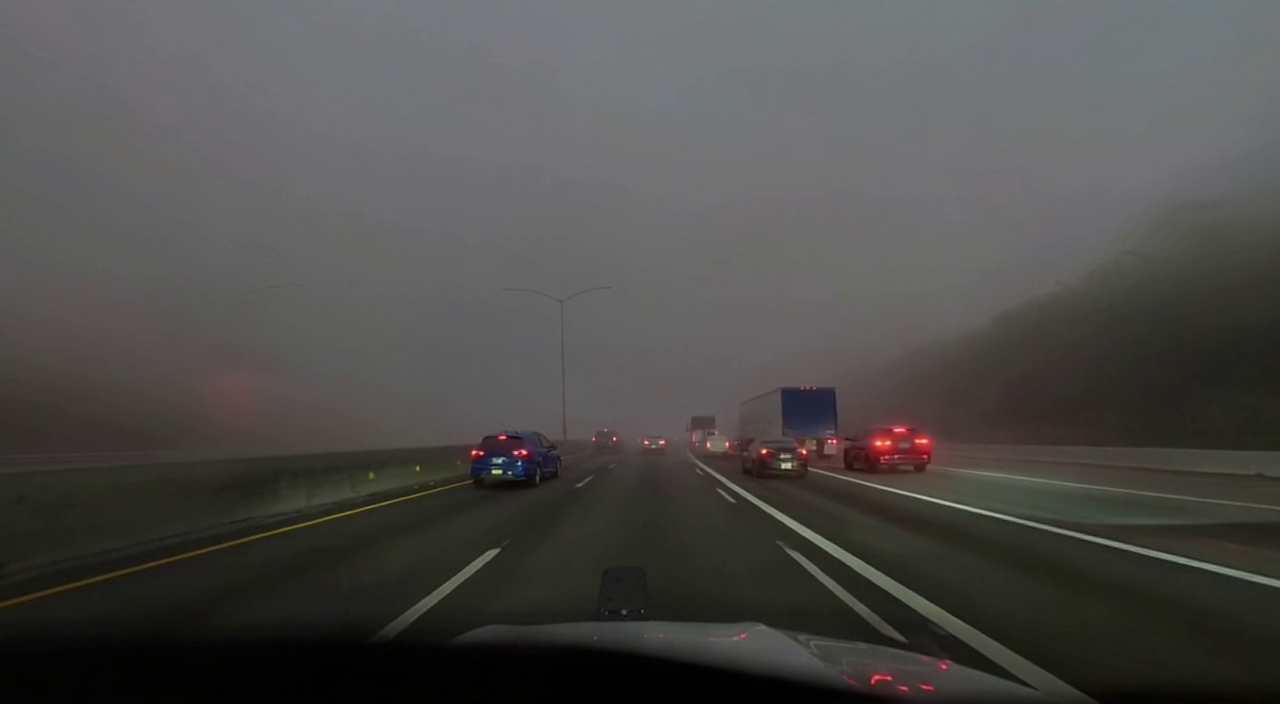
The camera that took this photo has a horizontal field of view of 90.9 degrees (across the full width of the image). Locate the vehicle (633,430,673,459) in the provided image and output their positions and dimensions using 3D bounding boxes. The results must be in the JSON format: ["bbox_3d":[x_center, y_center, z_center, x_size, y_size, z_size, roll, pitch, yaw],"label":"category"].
[{"bbox_3d":[0.706,5.045,34.326,2.040,1.461,3.984,-1,-8,1],"label":"vehicle"}]

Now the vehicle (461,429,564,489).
[{"bbox_3d":[-3.447,2.985,17.939,1.914,1.476,4.416,-1,-8,2],"label":"vehicle"}]

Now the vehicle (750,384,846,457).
[{"bbox_3d":[9.377,4.546,39.606,3.007,3.725,13.835,-1,-8,2],"label":"vehicle"}]

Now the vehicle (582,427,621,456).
[{"bbox_3d":[-2.432,5.786,40.806,2.006,1.741,4.277,-1,-8,3],"label":"vehicle"}]

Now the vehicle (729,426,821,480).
[{"bbox_3d":[4.111,3.167,20.030,1.933,1.503,4.520,-1,-8,0],"label":"vehicle"}]

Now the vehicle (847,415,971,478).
[{"bbox_3d":[8.447,3.039,20.353,2.072,1.761,4.461,-1,-8,1],"label":"vehicle"}]
